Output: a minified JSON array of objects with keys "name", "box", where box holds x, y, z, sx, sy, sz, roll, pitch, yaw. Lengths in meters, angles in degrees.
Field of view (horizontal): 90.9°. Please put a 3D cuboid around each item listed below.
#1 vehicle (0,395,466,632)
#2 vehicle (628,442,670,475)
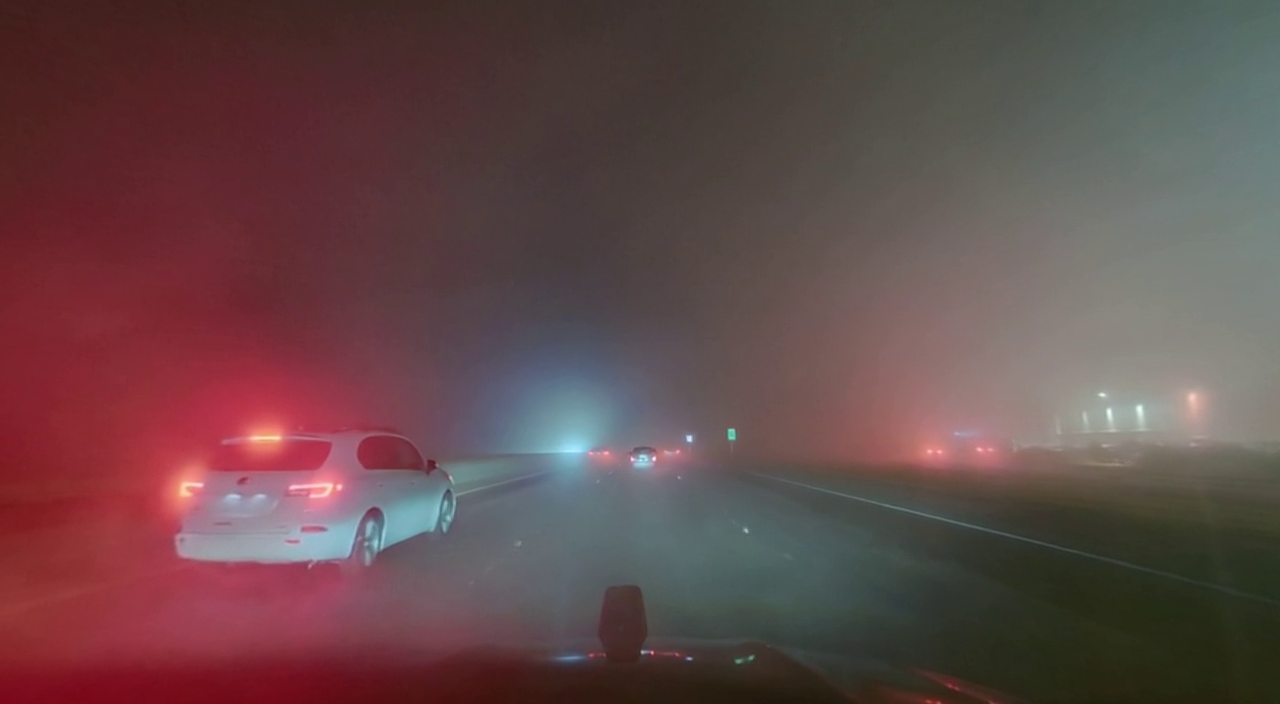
[{"name":"vehicle","box":[-3.798,1.552,7.121,2.239,1.761,4.620,0,-8,1]},{"name":"vehicle","box":[0.422,5.296,31.598,2.000,1.558,3.945,0,-8,0]}]
